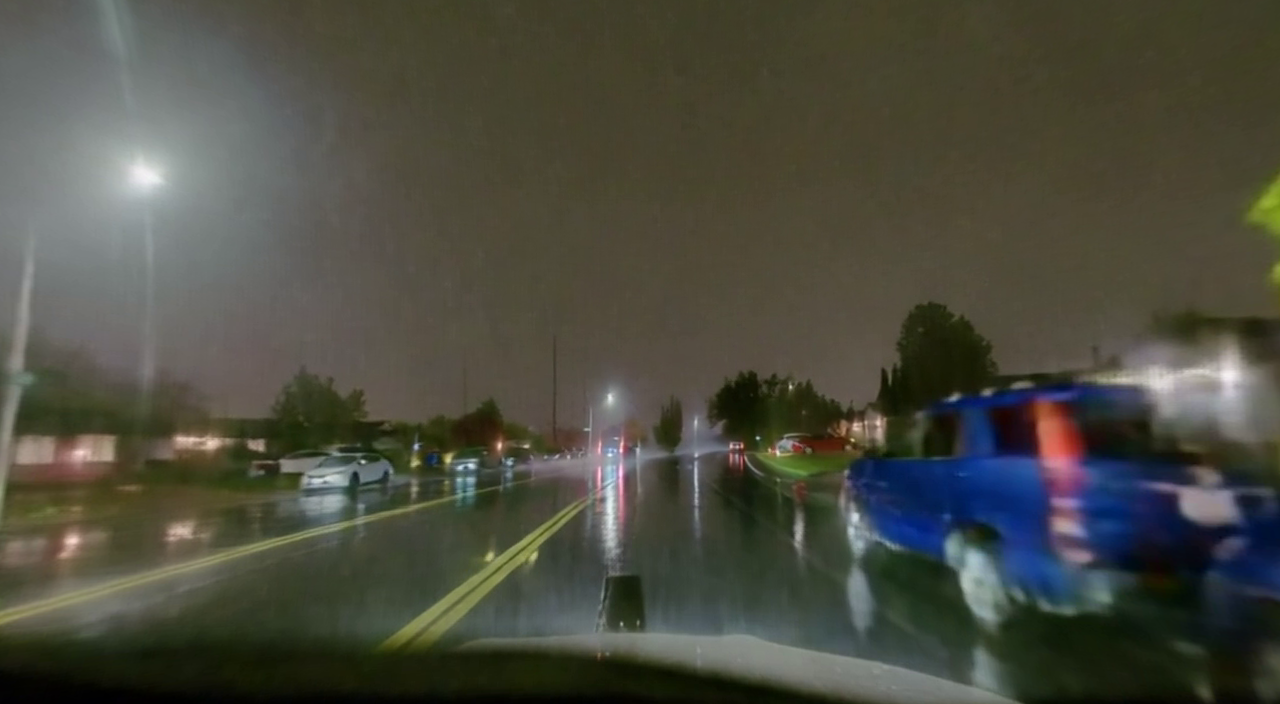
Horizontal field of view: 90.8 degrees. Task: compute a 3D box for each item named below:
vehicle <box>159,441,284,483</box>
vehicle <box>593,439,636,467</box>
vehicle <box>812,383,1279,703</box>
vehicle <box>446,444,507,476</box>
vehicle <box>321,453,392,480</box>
[{"bbox_3d":[-19.824,5.239,30.038,4.628,1.808,1.899,0,-12,6],"label":"vehicle"},{"bbox_3d":[-1.650,6.719,42.203,2.135,1.731,4.232,-1,-8,8],"label":"vehicle"},{"bbox_3d":[3.444,1.331,5.287,2.558,1.636,5.261,0,-8,0],"label":"vehicle"},{"bbox_3d":[-11.274,7.482,44.081,2.157,1.882,5.479,-6,-9,7],"label":"vehicle"},{"bbox_3d":[-16.529,6.673,37.047,1.872,1.396,4.150,-1,-8,7],"label":"vehicle"}]
